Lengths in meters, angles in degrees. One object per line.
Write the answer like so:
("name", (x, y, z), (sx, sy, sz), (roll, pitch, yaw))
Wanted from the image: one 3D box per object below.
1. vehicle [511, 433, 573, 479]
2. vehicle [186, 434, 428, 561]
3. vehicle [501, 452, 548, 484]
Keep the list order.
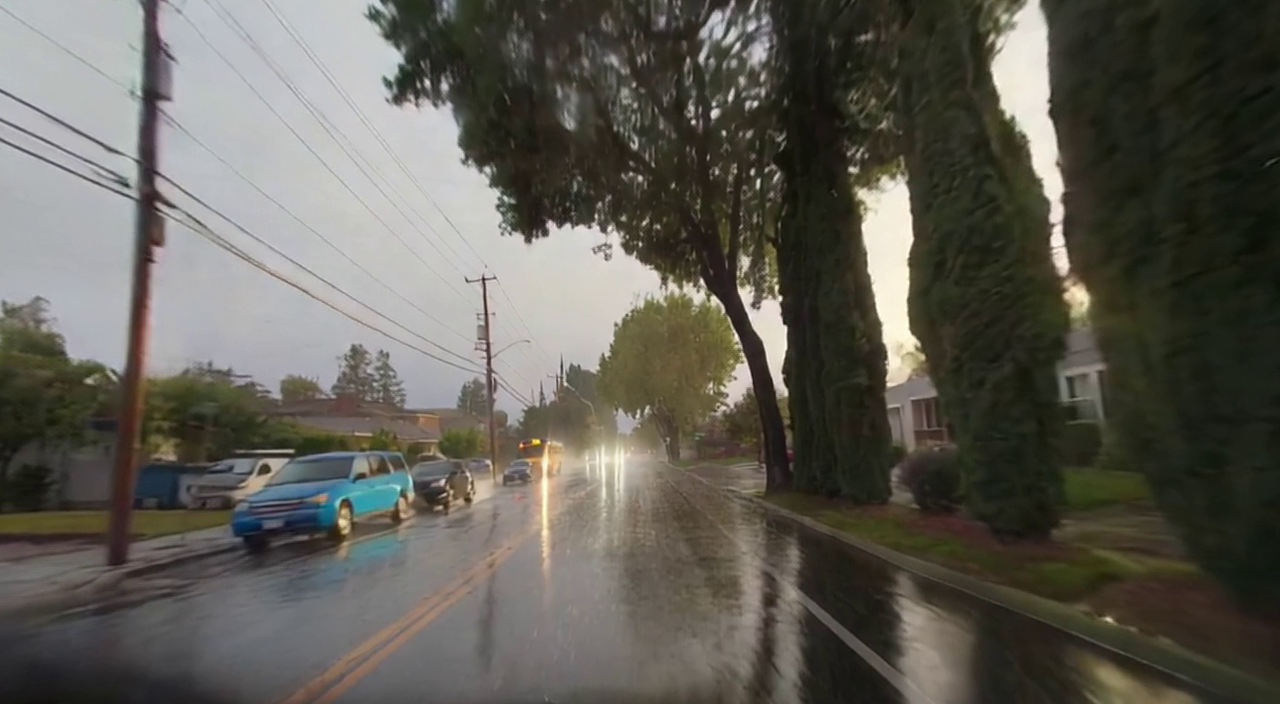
("vehicle", (-6.629, 7.192, 43.764), (2.835, 2.876, 7.091), (-1, -9, 3))
("vehicle", (-6.591, 2.930, 13.503), (2.284, 1.939, 5.502), (-4, -10, -2))
("vehicle", (-6.767, 6.850, 37.469), (2.023, 1.721, 4.418), (0, -9, -1))
